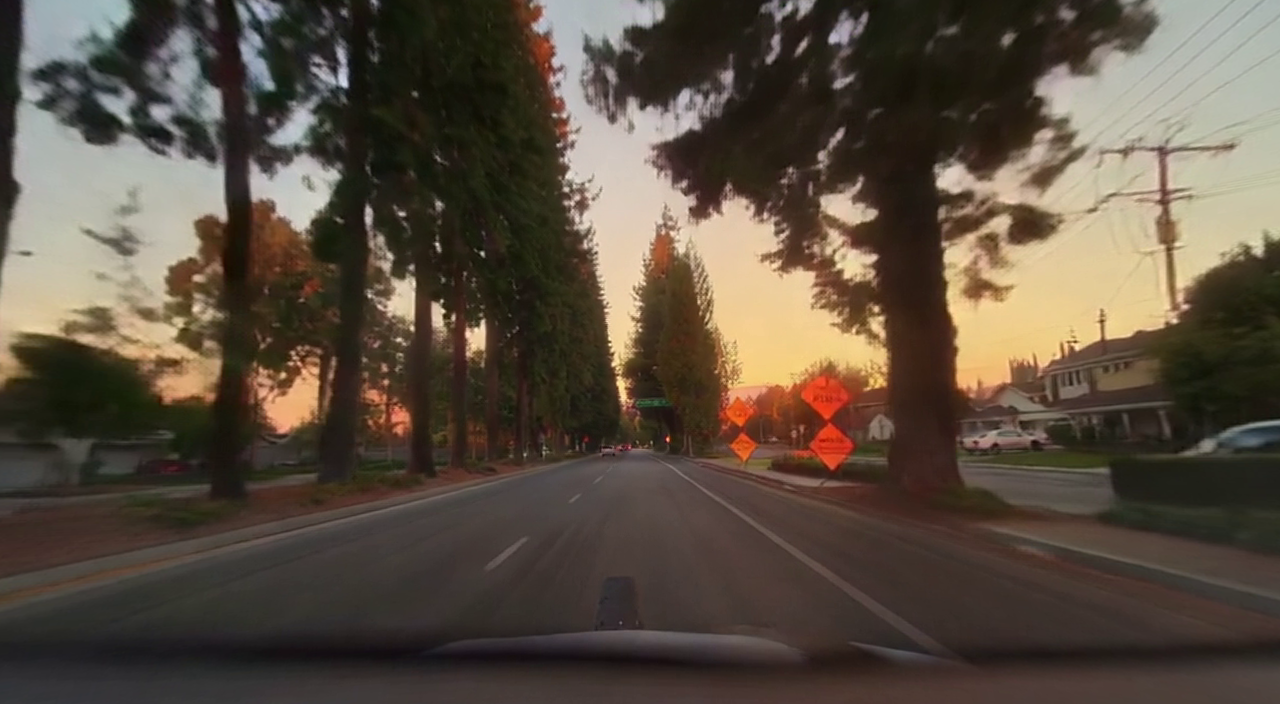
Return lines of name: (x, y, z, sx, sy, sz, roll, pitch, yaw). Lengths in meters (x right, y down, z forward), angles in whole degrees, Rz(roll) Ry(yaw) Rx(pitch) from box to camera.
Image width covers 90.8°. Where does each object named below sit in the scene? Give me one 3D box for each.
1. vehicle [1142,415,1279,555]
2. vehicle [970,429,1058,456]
vehicle: (8.421, 1.504, 7.217, 1.891, 1.548, 4.121, -5, -8, 0)
vehicle: (25.449, 6.187, 43.095, 4.601, 1.801, 2.122, 0, -9, 1)
